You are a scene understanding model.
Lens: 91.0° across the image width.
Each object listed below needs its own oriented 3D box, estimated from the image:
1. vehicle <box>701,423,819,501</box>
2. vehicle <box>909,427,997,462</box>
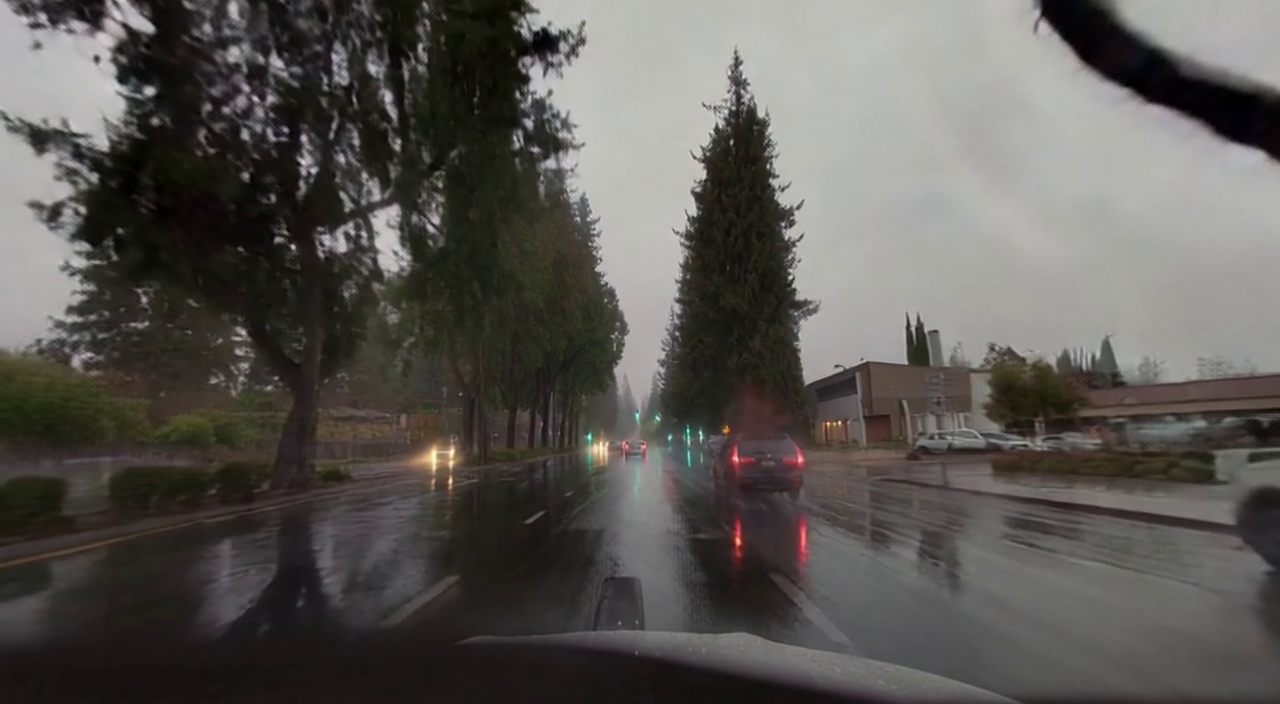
[{"bbox_3d":[2.765,2.655,15.503,2.022,1.656,4.025,0,-8,-1],"label":"vehicle"},{"bbox_3d":[17.361,5.187,35.312,2.131,1.782,5.183,0,-8,-2],"label":"vehicle"}]
